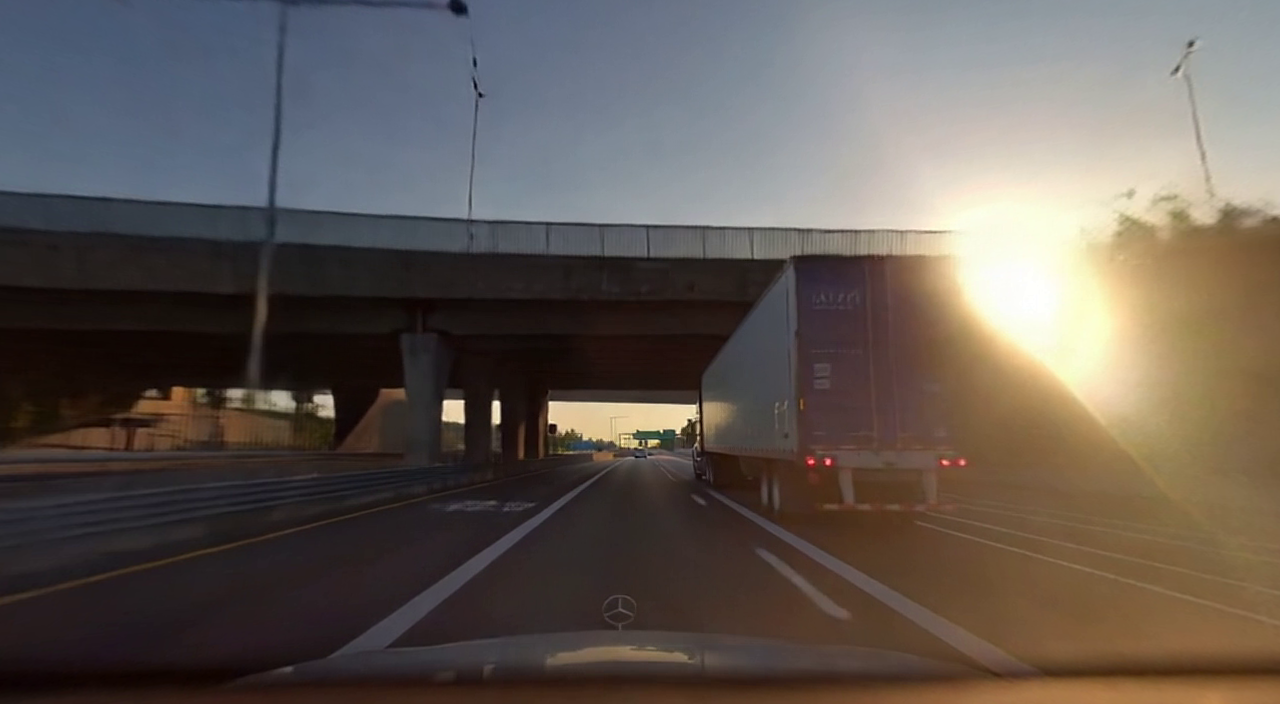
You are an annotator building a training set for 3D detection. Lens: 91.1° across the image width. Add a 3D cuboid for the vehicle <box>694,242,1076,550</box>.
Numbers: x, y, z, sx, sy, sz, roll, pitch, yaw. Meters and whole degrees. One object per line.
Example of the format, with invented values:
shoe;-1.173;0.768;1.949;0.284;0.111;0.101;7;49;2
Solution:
vehicle;3.743;1.620;15.419;3.244;4.020;14.561;0;-9;-1
